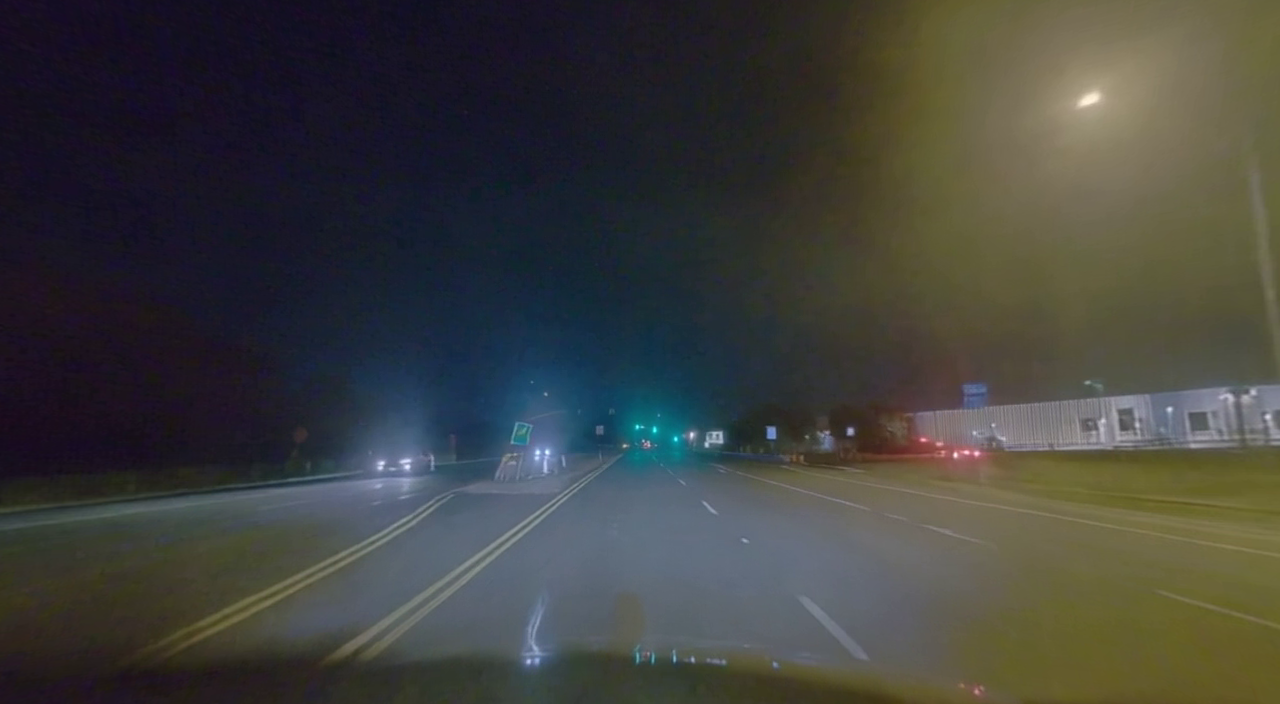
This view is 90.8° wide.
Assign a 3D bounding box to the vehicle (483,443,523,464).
[{"bbox_3d":[-10.646,7.910,49.439,1.916,1.593,5.012,0,-8,0],"label":"vehicle"}]

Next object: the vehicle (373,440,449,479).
[{"bbox_3d":[-10.688,5.032,29.863,1.923,1.702,4.387,0,-8,1],"label":"vehicle"}]
